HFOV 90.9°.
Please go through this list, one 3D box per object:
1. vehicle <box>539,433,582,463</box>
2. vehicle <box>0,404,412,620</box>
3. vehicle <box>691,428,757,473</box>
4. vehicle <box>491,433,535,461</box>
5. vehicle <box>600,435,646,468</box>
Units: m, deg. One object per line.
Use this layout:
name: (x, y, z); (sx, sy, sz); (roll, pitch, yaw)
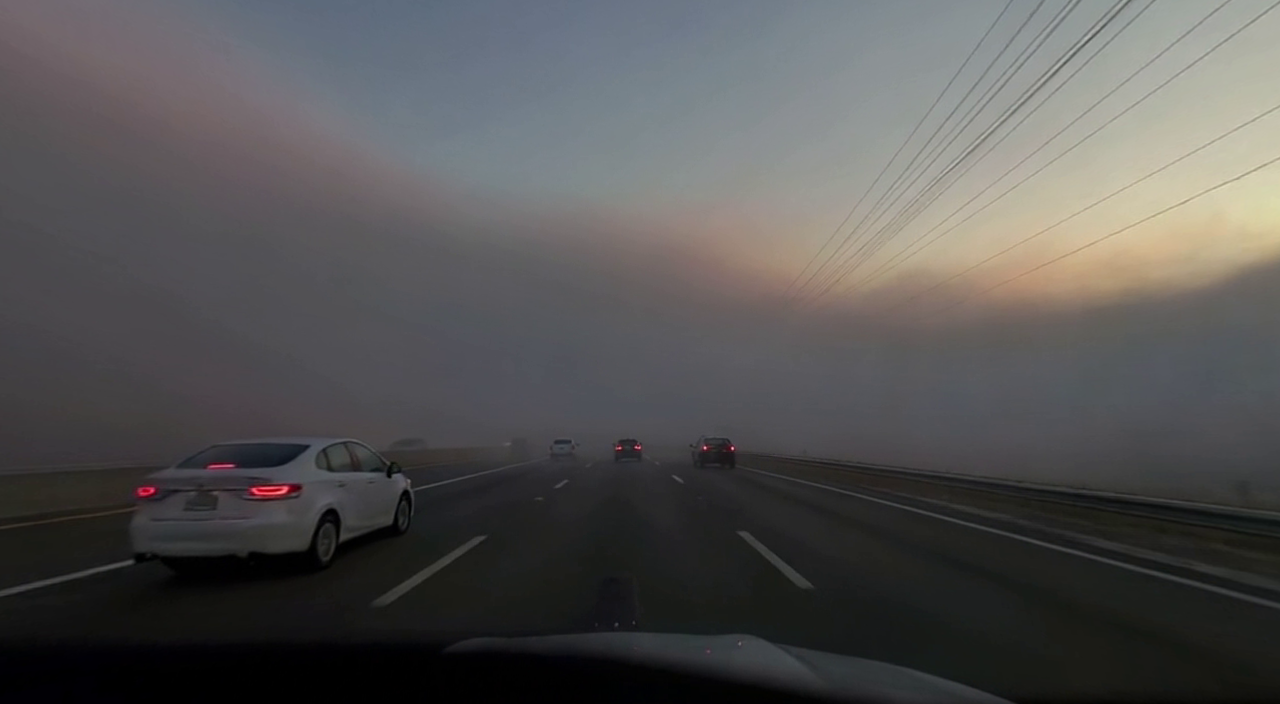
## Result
vehicle: (-4.502, 5.497, 36.335); (1.901, 1.601, 4.610); (0, -8, 0)
vehicle: (-4.251, 1.482, 6.890); (2.004, 1.607, 4.161); (0, -8, -1)
vehicle: (3.364, 4.034, 26.239); (1.950, 1.695, 4.446); (0, -8, -3)
vehicle: (-8.007, 6.017, 40.189); (1.980, 1.678, 4.255); (0, -8, 0)
vehicle: (-0.804, 4.695, 29.973); (2.086, 1.488, 3.440); (0, -8, -2)
